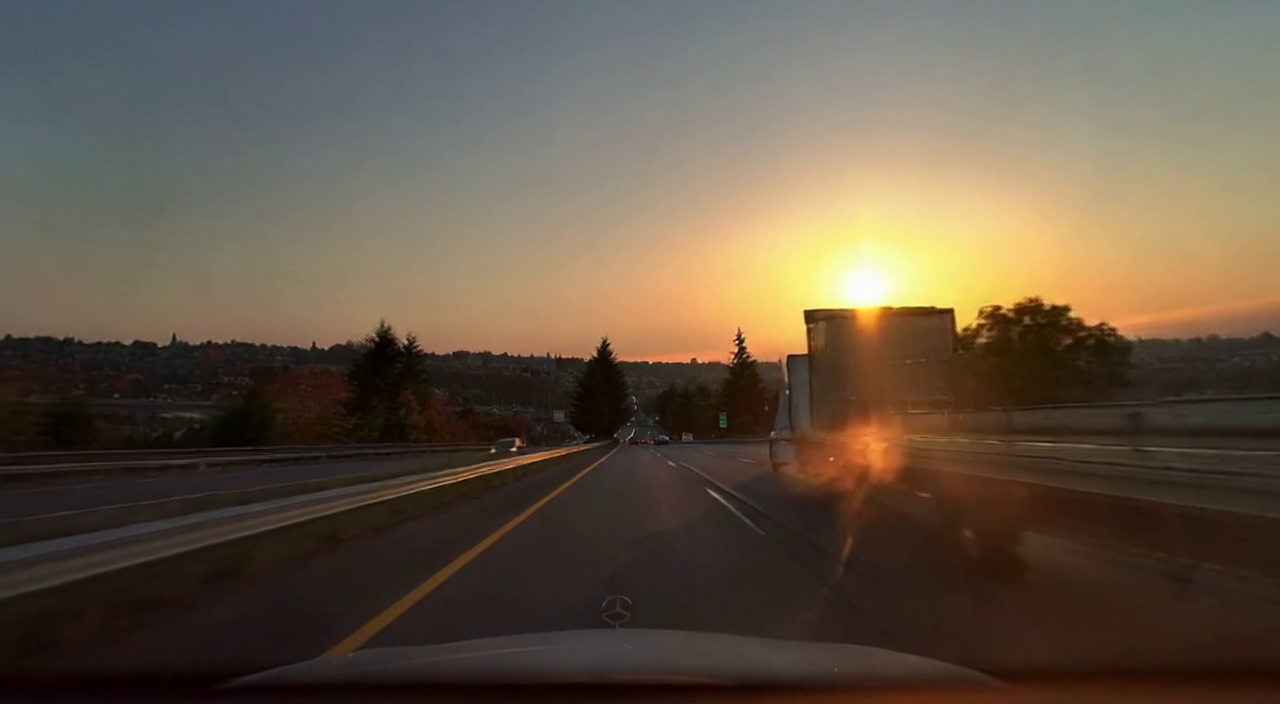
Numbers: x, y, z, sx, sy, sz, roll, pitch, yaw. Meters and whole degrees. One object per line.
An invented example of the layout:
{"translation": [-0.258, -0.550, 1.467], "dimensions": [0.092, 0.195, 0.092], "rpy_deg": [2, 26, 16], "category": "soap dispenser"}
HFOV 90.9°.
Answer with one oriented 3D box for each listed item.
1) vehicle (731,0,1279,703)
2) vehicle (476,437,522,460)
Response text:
{"translation": [3.535, 0.150, 6.495], "dimensions": [2.954, 3.995, 13.335], "rpy_deg": [0, -8, -1], "category": "vehicle"}
{"translation": [-9.529, 6.539, 42.931], "dimensions": [2.106, 1.457, 4.262], "rpy_deg": [0, -8, 0], "category": "vehicle"}
